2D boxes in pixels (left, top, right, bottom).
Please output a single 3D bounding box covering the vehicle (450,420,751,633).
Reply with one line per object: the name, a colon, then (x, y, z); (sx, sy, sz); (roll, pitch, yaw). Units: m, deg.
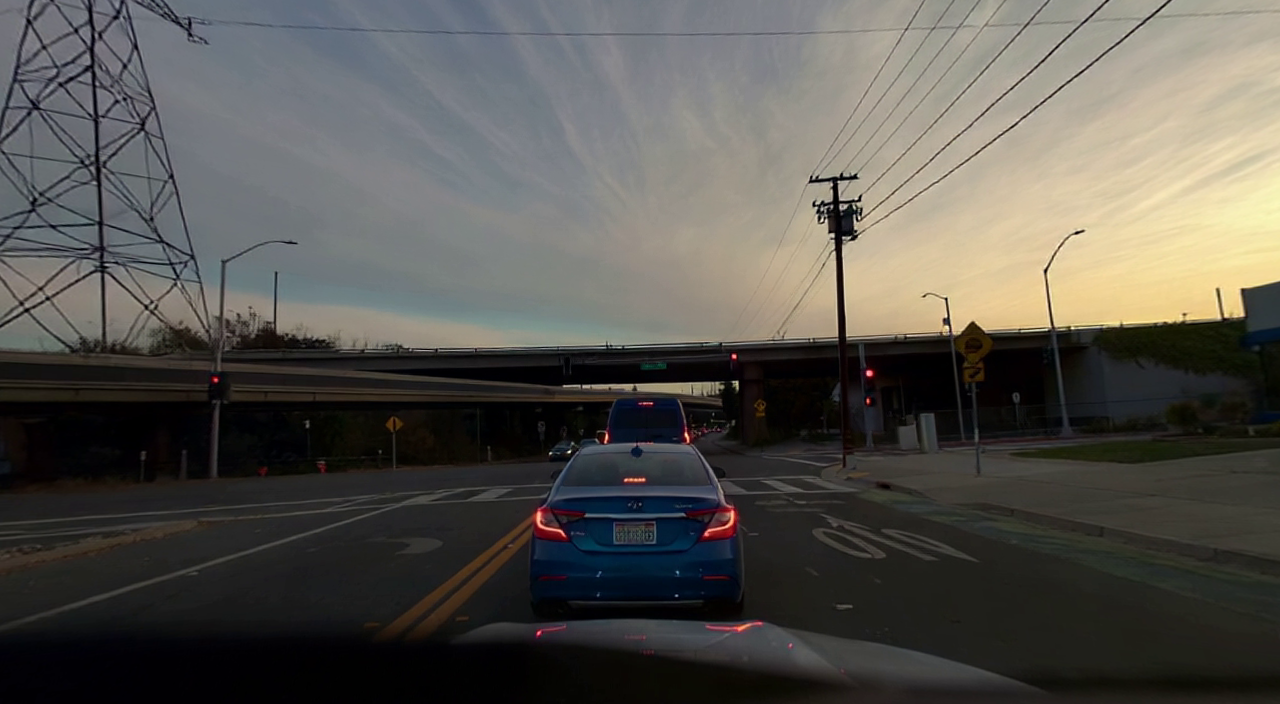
vehicle: (-0.243, 1.524, 6.463); (2.090, 1.458, 4.033); (-1, -9, 1)
